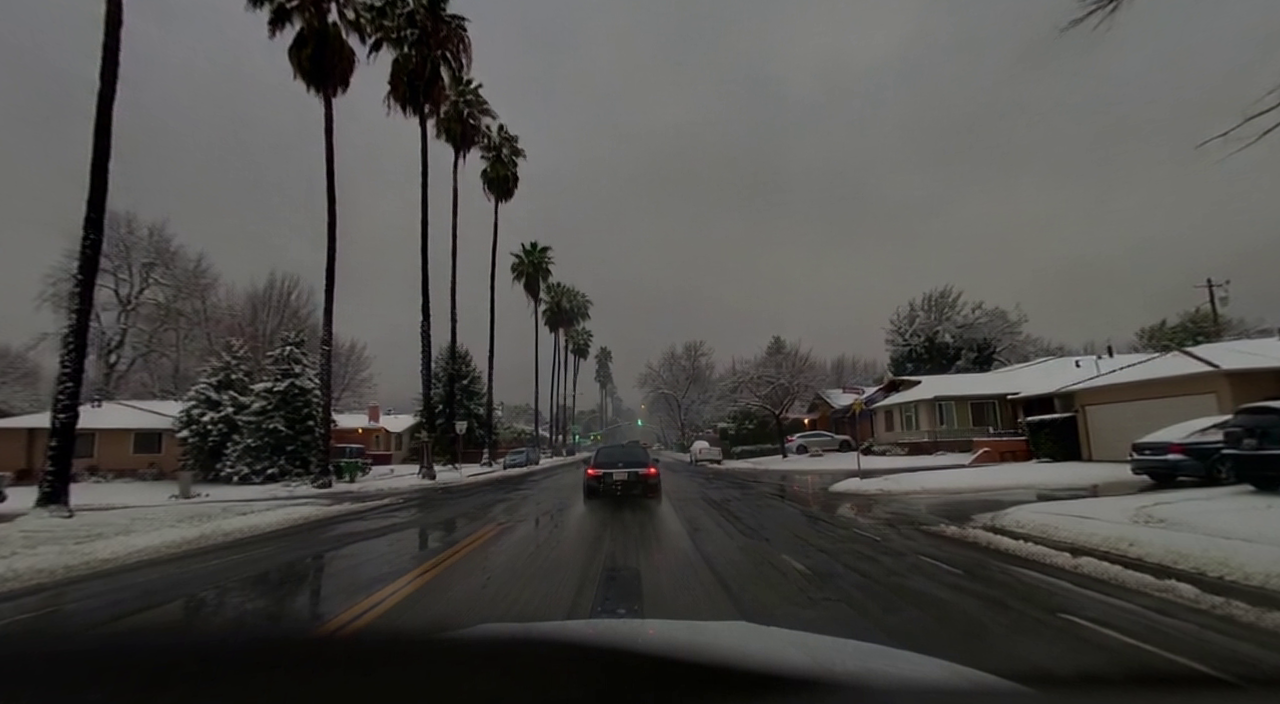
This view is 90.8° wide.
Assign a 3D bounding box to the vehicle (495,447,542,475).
[{"bbox_3d":[-7.978,7.179,41.865,2.069,1.441,4.368,-3,-7,1],"label":"vehicle"}]

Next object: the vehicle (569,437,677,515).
[{"bbox_3d":[-0.379,2.729,14.389,2.098,1.483,4.099,0,-9,-1],"label":"vehicle"}]
